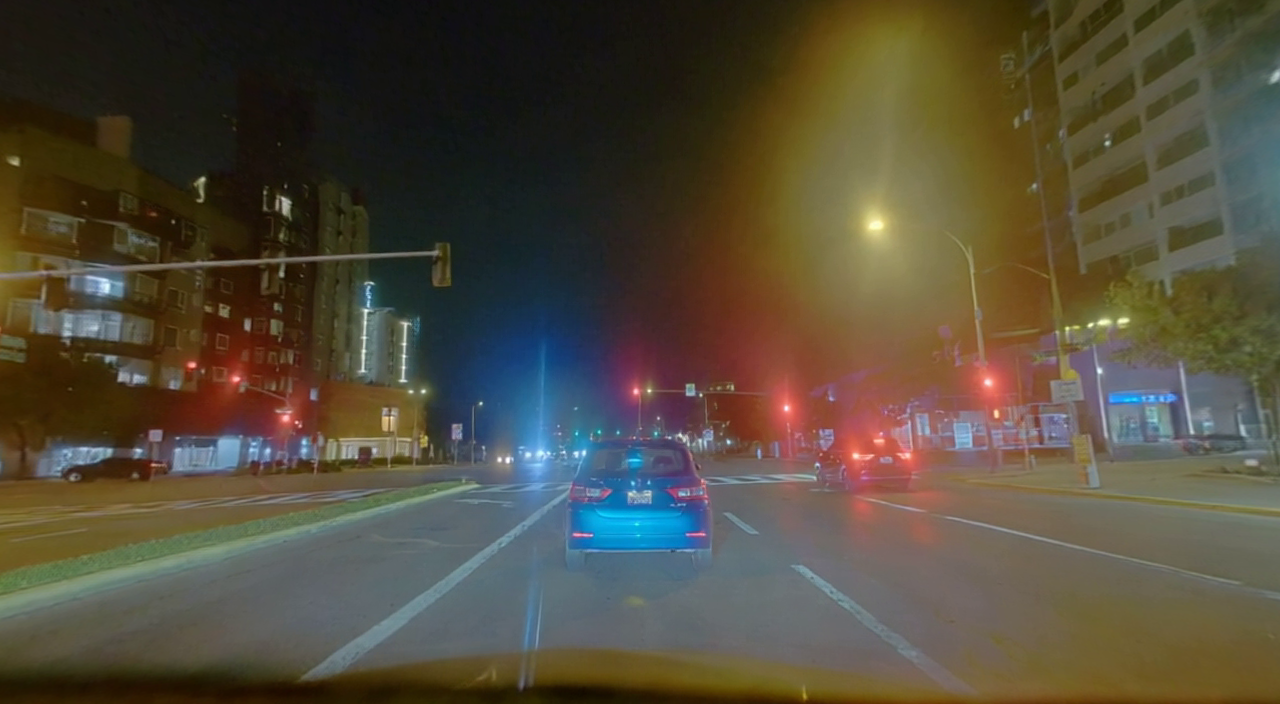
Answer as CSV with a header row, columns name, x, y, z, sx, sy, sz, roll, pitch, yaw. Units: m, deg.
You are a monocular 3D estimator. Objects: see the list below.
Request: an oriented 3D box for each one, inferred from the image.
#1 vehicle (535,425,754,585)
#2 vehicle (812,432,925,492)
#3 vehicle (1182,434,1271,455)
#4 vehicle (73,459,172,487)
name,x,y,z,sx,sy,sz,roll,pitch,yaw
vehicle,-0.017,1.762,8.143,2.070,1.488,4.206,0,-8,-2
vehicle,7.053,3.440,20.076,2.039,1.692,4.319,0,-8,1
vehicle,41.958,6.637,45.236,4.563,1.454,2.056,1,-8,-6
vehicle,-32.385,7.549,39.645,4.401,1.625,1.863,0,-8,-4
